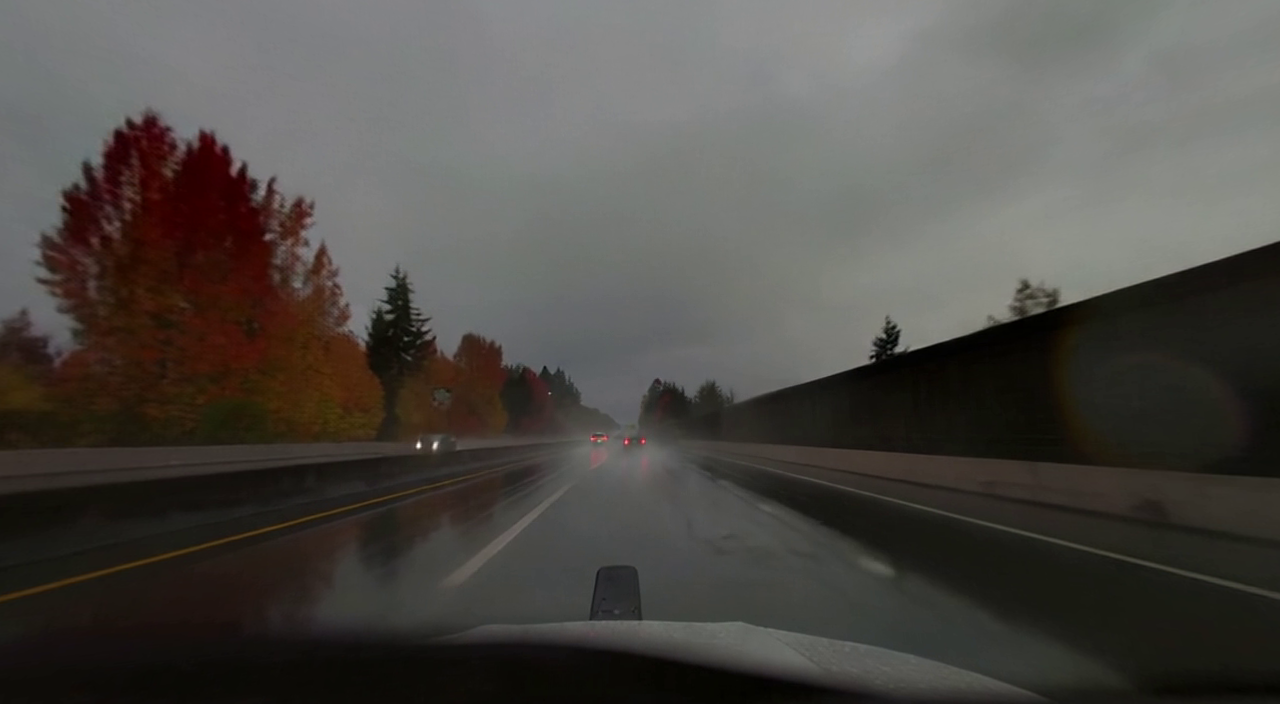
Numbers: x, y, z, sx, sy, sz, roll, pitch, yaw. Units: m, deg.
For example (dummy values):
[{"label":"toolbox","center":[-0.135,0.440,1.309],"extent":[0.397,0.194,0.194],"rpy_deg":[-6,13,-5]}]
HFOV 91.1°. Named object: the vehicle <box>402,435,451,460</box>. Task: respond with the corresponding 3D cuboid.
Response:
[{"label":"vehicle","center":[-16.571,7.408,49.100],"extent":[1.997,1.795,5.328],"rpy_deg":[0,-8,0]}]
